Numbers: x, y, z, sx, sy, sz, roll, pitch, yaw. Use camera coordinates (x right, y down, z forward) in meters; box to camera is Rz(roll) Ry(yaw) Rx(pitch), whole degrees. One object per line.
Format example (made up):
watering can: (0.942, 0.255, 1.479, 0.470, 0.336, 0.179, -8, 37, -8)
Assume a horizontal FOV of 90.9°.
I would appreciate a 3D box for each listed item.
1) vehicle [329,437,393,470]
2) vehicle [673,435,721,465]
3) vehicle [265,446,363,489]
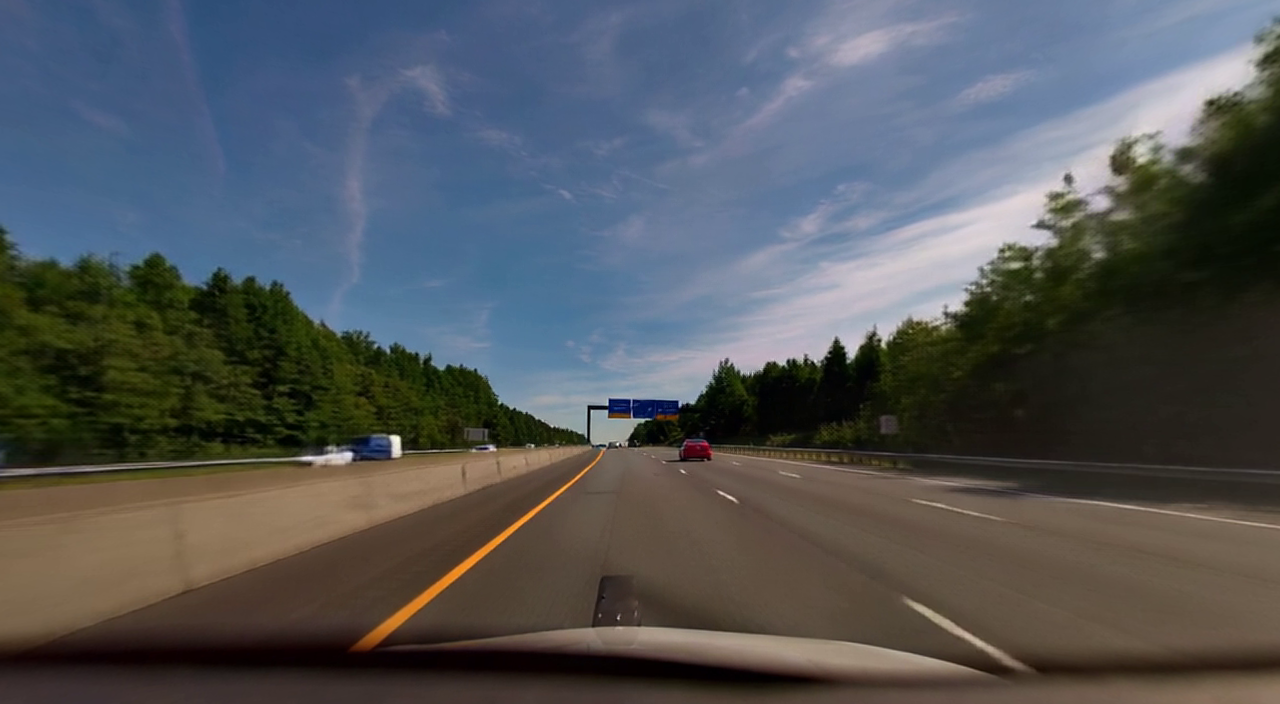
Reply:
vehicle: (-17.620, 6.376, 39.993, 2.003, 1.981, 4.635, 0, -8, -1)
vehicle: (2.998, 5.251, 33.956, 1.958, 1.526, 4.227, 1, -8, -3)
vehicle: (-12.719, 4.502, 24.841, 1.966, 1.488, 3.645, 0, -8, -2)
